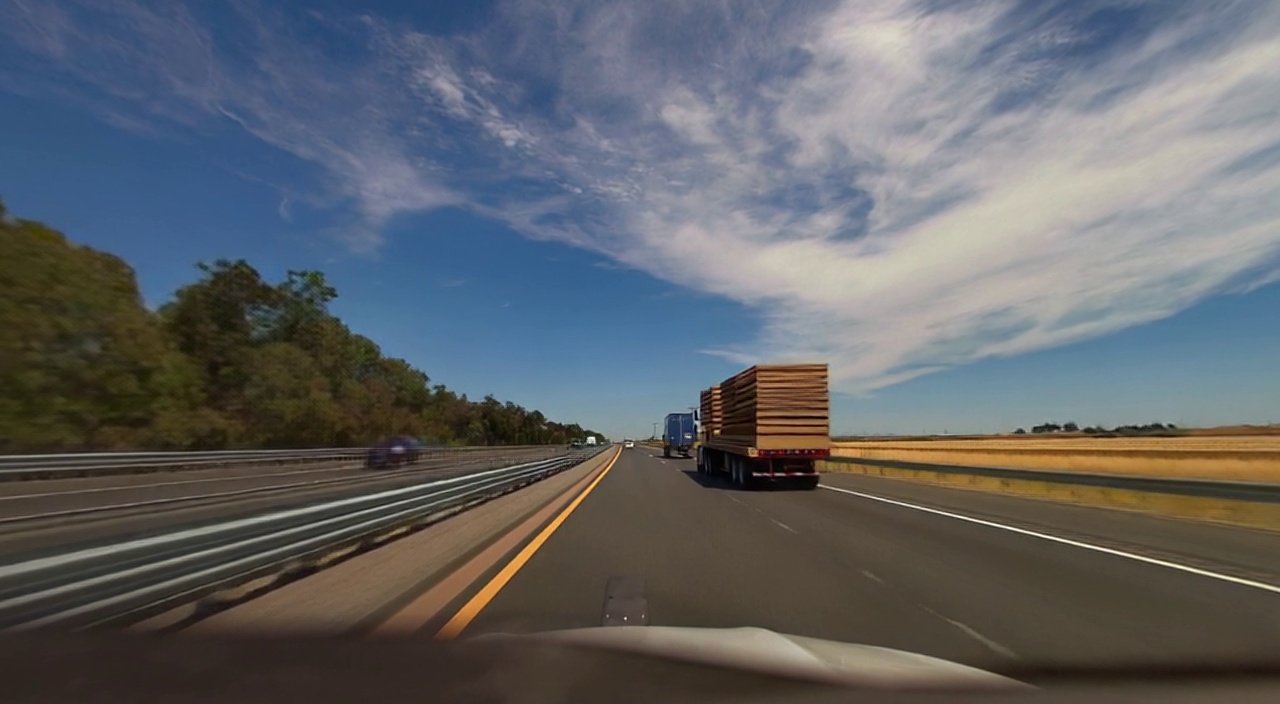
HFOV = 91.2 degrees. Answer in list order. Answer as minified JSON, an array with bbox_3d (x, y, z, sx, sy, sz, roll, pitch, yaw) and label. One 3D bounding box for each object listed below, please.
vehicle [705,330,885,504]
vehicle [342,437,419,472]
[{"bbox_3d":[4.330,2.446,21.634,3.024,4.065,13.796,-1,-8,2],"label":"vehicle"},{"bbox_3d":[-11.973,4.747,29.276,1.852,1.497,3.992,0,-8,1],"label":"vehicle"}]
